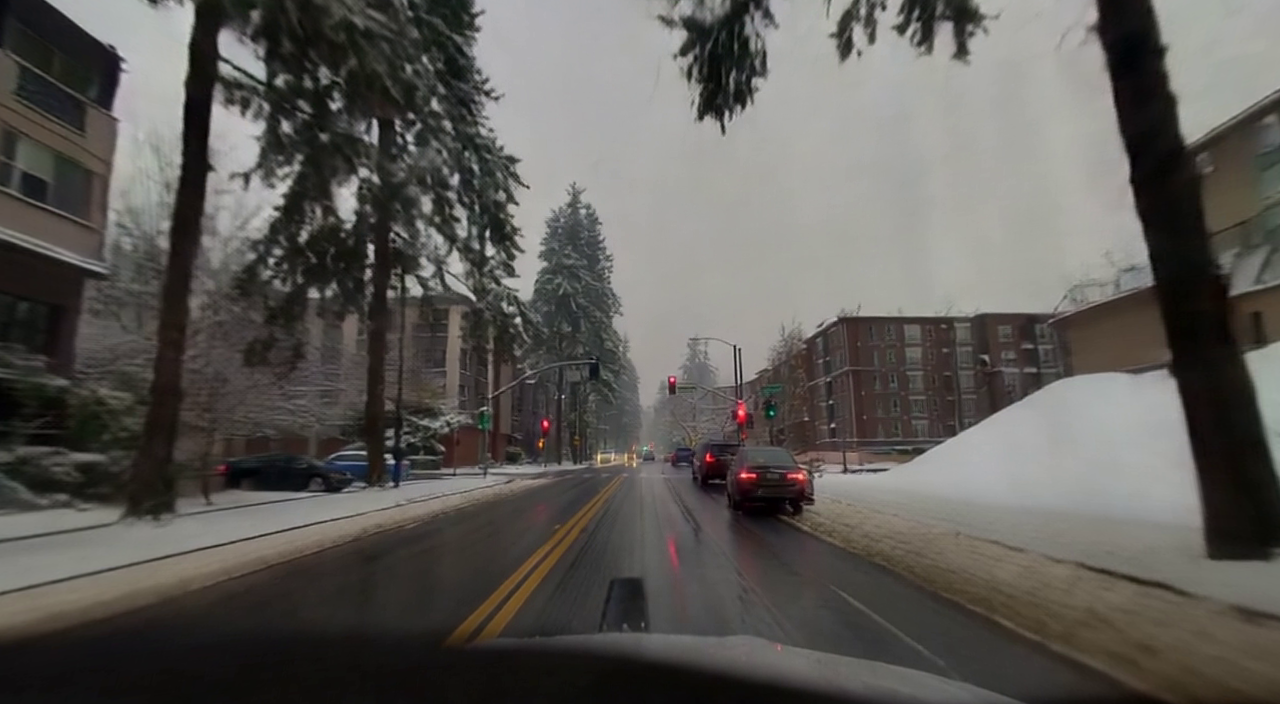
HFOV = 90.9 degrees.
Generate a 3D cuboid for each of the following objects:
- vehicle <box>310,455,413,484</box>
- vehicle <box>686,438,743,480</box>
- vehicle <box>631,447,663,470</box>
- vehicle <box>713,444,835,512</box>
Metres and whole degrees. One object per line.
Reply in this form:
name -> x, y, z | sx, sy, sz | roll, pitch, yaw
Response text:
vehicle -> -15.202, 6.413, 34.547 | 4.727, 1.483, 2.002 | -1, -8, 3
vehicle -> 3.535, 5.139, 30.650 | 2.199, 1.872, 4.513 | 0, -8, 0
vehicle -> 0.460, 7.404, 44.051 | 2.097, 1.463, 4.043 | 0, -8, -1
vehicle -> 3.254, 3.147, 16.398 | 2.078, 1.488, 4.741 | 0, -8, -1
